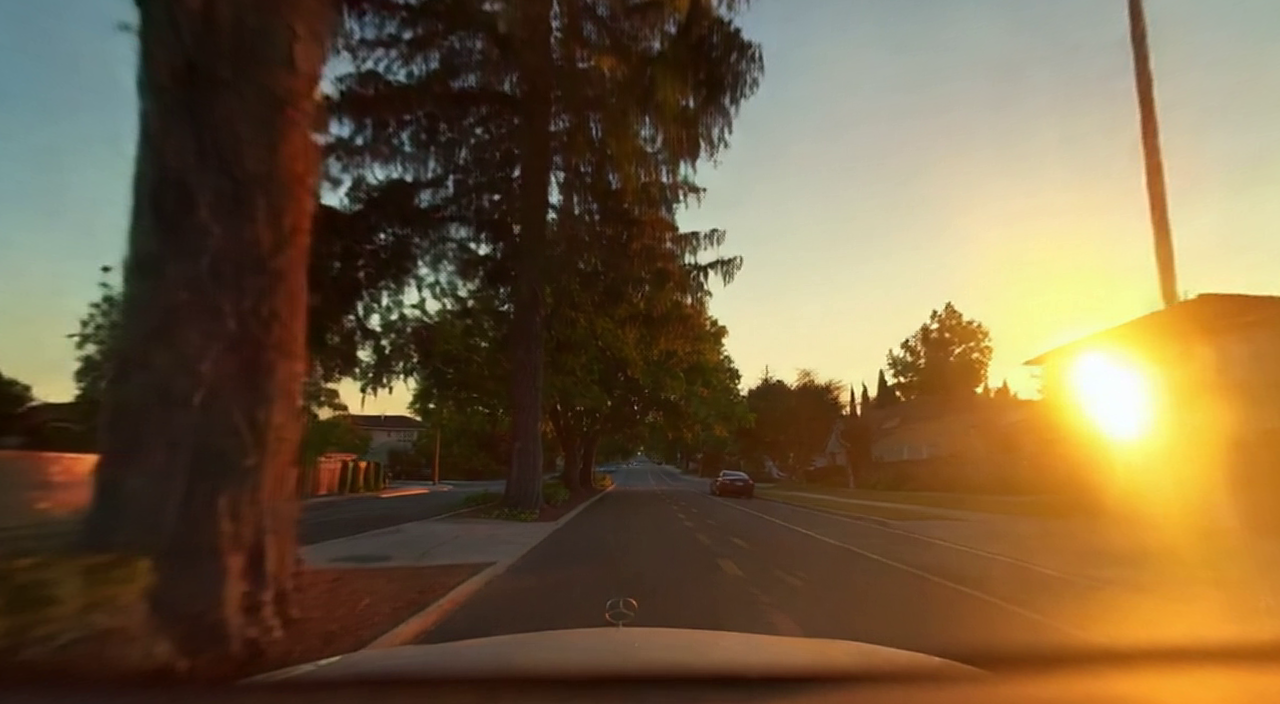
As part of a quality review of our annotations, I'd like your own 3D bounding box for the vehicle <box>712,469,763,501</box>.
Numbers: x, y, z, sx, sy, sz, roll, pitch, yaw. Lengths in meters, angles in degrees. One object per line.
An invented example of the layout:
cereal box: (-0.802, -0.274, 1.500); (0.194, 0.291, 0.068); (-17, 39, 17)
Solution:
vehicle: (5.048, 6.951, 33.277); (1.904, 1.475, 4.386); (0, -9, -1)
